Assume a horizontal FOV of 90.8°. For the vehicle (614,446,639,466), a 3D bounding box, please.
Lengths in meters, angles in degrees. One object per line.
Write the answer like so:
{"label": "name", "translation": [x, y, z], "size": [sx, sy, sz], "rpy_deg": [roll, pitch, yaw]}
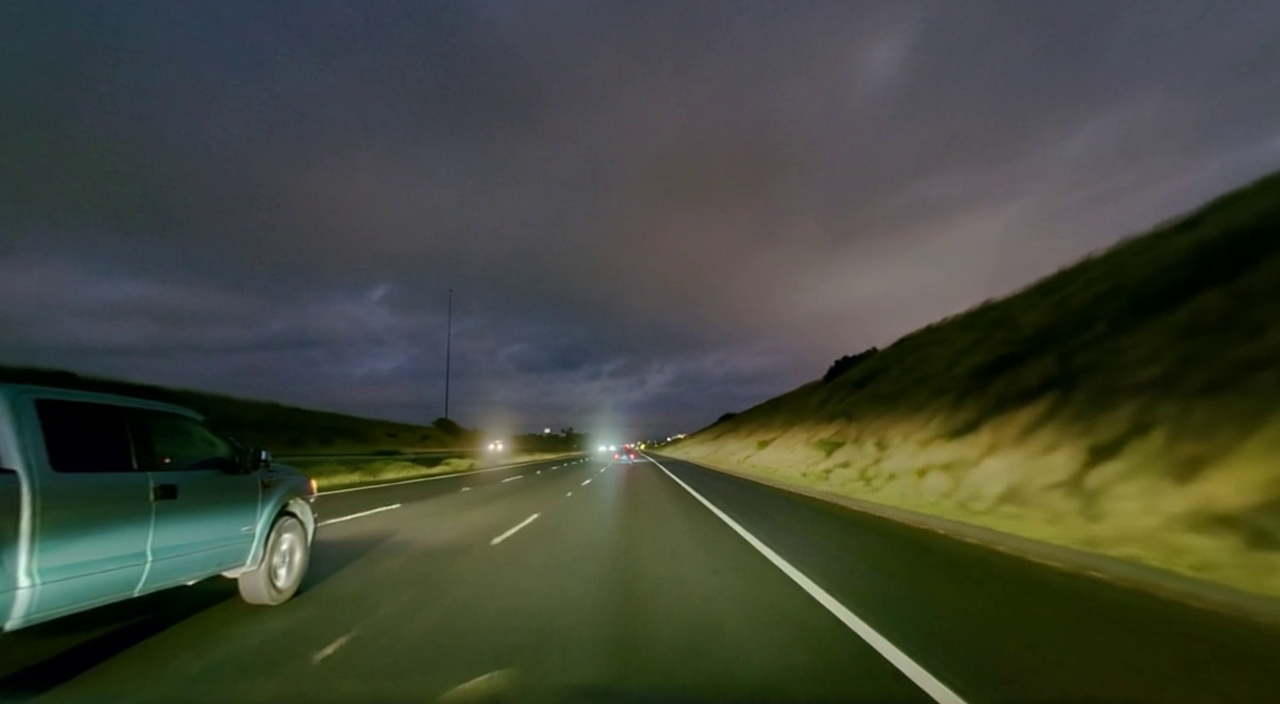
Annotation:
{"label": "vehicle", "translation": [-1.046, 8.134, 49.348], "size": [1.891, 1.456, 3.806], "rpy_deg": [0, -9, 0]}
